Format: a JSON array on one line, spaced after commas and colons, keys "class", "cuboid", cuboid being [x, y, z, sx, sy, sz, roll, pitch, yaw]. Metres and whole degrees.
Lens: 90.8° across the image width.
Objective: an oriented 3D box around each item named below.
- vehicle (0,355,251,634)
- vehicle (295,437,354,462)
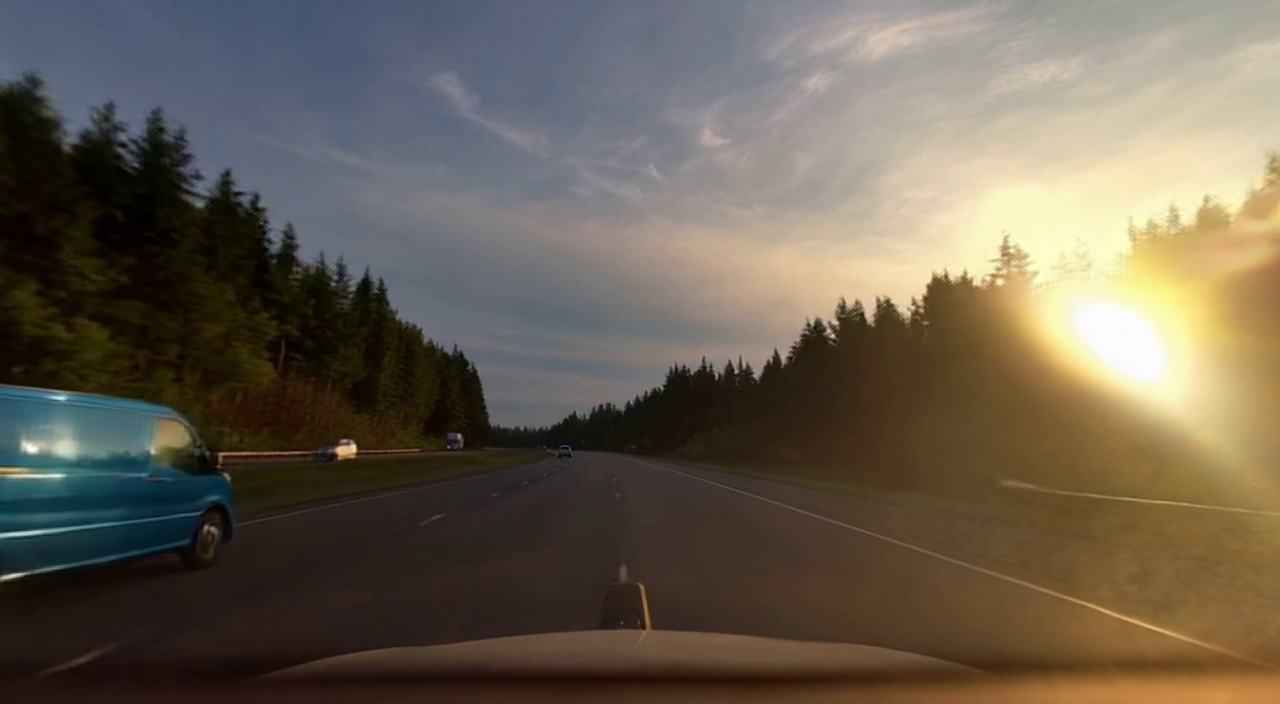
[{"class": "vehicle", "cuboid": [-5.837, 1.142, 5.191, 2.197, 2.038, 4.919, 0, -9, -2]}, {"class": "vehicle", "cuboid": [-24.031, 7.445, 48.237, 2.137, 1.785, 5.001, 0, -9, -4]}]
